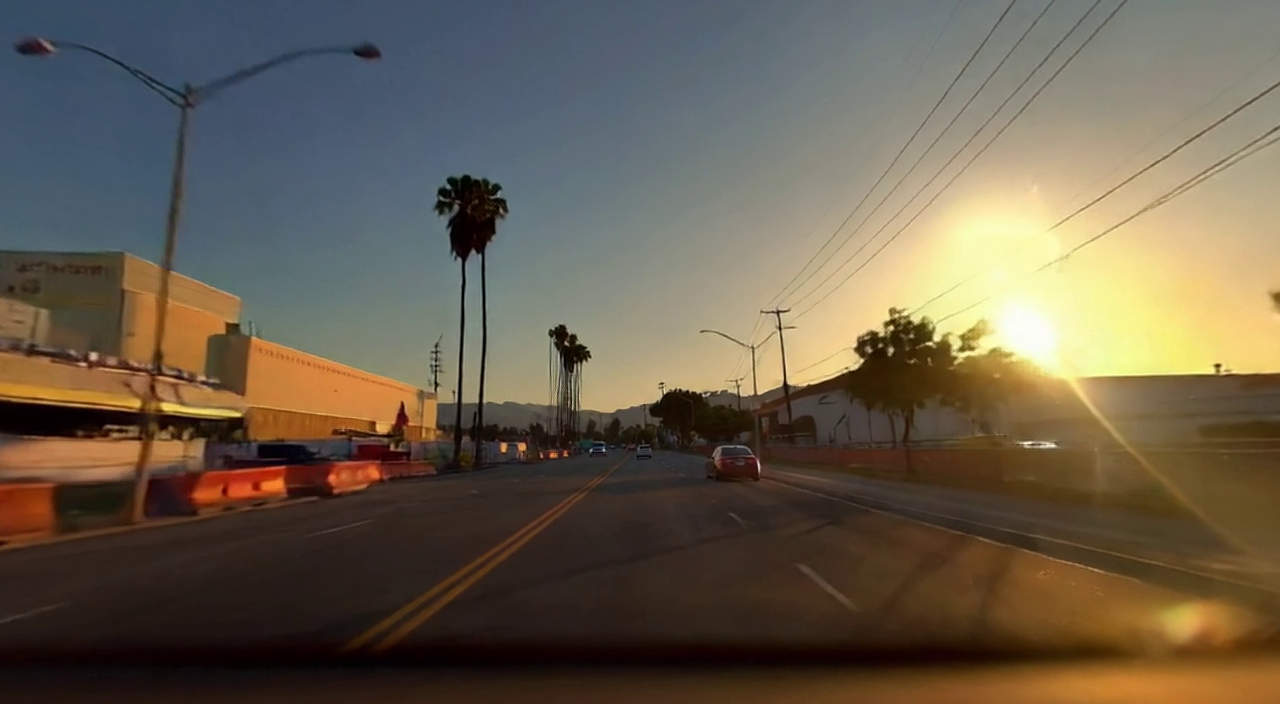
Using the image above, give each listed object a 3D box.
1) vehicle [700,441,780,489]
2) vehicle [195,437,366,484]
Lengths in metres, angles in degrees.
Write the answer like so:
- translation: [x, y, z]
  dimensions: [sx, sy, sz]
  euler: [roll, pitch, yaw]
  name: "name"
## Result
- translation: [3.500, 4.044, 22.891]
  dimensions: [2.148, 1.562, 4.642]
  euler: [0, -8, 0]
  name: "vehicle"
- translation: [-18.161, 5.455, 32.093]
  dimensions: [6.969, 2.132, 2.716]
  euler: [8, -12, -44]
  name: "vehicle"
